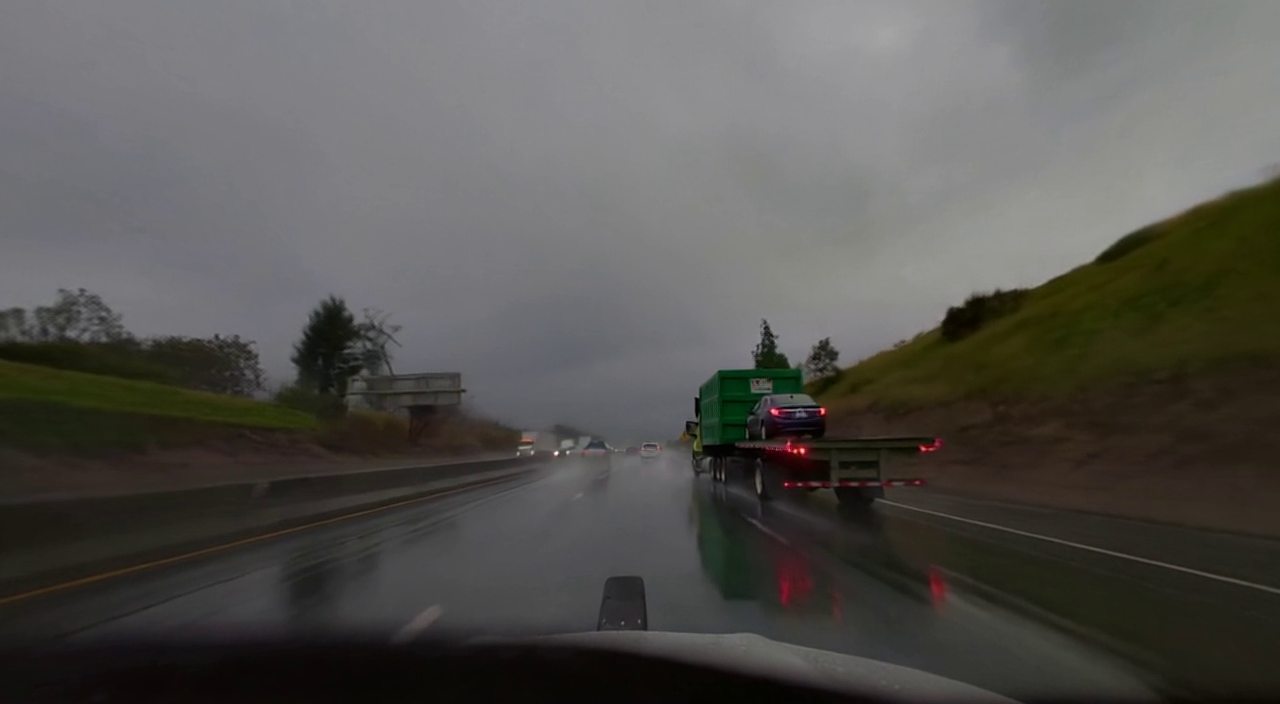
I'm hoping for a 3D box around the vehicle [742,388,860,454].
[{"bbox_3d":[4.144,1.962,17.021,1.968,1.547,4.215,0,-9,-2],"label":"vehicle"}]

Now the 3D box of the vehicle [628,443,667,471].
[{"bbox_3d":[0.438,5.919,35.608,2.086,1.497,3.681,0,-9,1],"label":"vehicle"}]

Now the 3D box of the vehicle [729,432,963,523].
[{"bbox_3d":[4.271,2.936,15.793,2.654,1.574,9.537,0,-9,0],"label":"vehicle"}]

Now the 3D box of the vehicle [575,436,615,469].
[{"bbox_3d":[-2.848,6.503,40.886,2.142,2.044,4.446,0,-9,2],"label":"vehicle"}]
